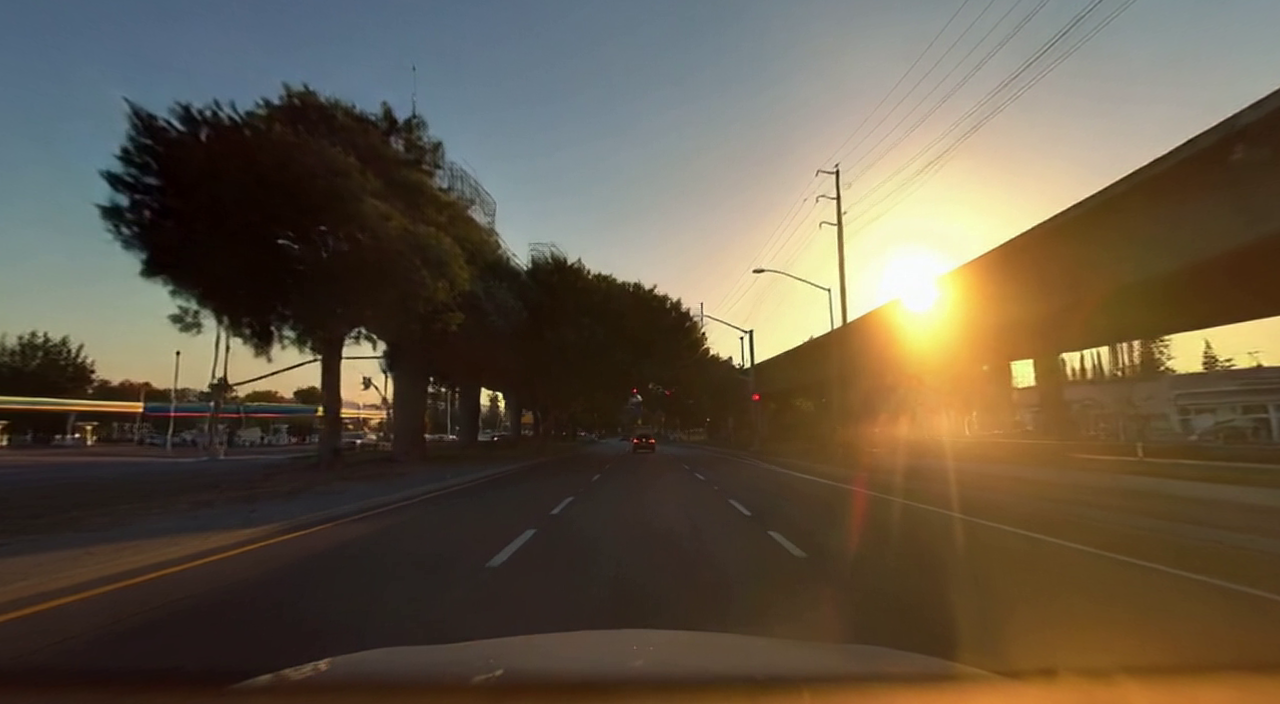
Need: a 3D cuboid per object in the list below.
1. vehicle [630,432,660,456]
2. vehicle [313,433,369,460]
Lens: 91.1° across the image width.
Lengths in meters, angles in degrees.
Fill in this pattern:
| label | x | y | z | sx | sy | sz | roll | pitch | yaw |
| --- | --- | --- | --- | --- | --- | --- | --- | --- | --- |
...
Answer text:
| label | x | y | z | sx | sy | sz | roll | pitch | yaw |
| --- | --- | --- | --- | --- | --- | --- | --- | --- | --- |
| vehicle | 0.355 | 6.537 | 44.732 | 2.074 | 1.631 | 3.793 | 0 | -9 | 0 |
| vehicle | -23.287 | 7.386 | 49.089 | 2.026 | 1.965 | 4.674 | 0 | -8 | -1 |
